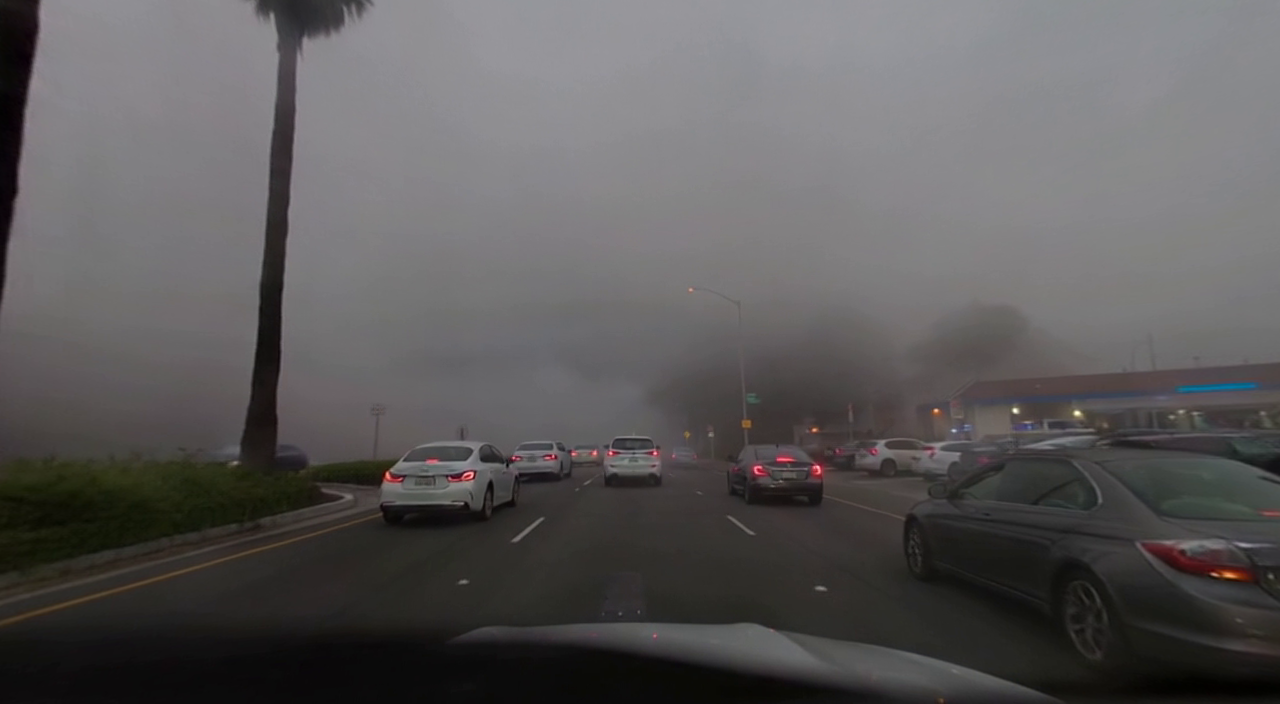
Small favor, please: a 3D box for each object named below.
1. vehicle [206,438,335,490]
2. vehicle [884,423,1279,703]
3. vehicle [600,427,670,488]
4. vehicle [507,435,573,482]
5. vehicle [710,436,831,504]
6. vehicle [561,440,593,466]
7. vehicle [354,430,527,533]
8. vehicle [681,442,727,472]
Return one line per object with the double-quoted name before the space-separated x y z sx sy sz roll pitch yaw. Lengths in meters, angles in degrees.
"vehicle" -13.905 4.211 24.087 2.113 1.772 4.591 0 -8 0
"vehicle" 3.621 1.306 4.578 1.867 1.448 4.436 0 -8 -1
"vehicle" -0.154 3.556 21.626 2.164 1.867 4.254 0 -8 0
"vehicle" -3.896 4.195 25.197 1.932 1.695 4.235 0 -8 0
"vehicle" 3.117 2.912 16.115 1.977 1.480 4.589 0 -8 -2
"vehicle" -4.213 6.832 42.688 1.871 1.673 3.920 0 -8 -1
"vehicle" -3.353 2.234 11.517 1.864 1.505 4.202 0 -8 -1
"vehicle" 3.319 5.545 33.367 1.880 1.476 3.932 0 -8 -2
